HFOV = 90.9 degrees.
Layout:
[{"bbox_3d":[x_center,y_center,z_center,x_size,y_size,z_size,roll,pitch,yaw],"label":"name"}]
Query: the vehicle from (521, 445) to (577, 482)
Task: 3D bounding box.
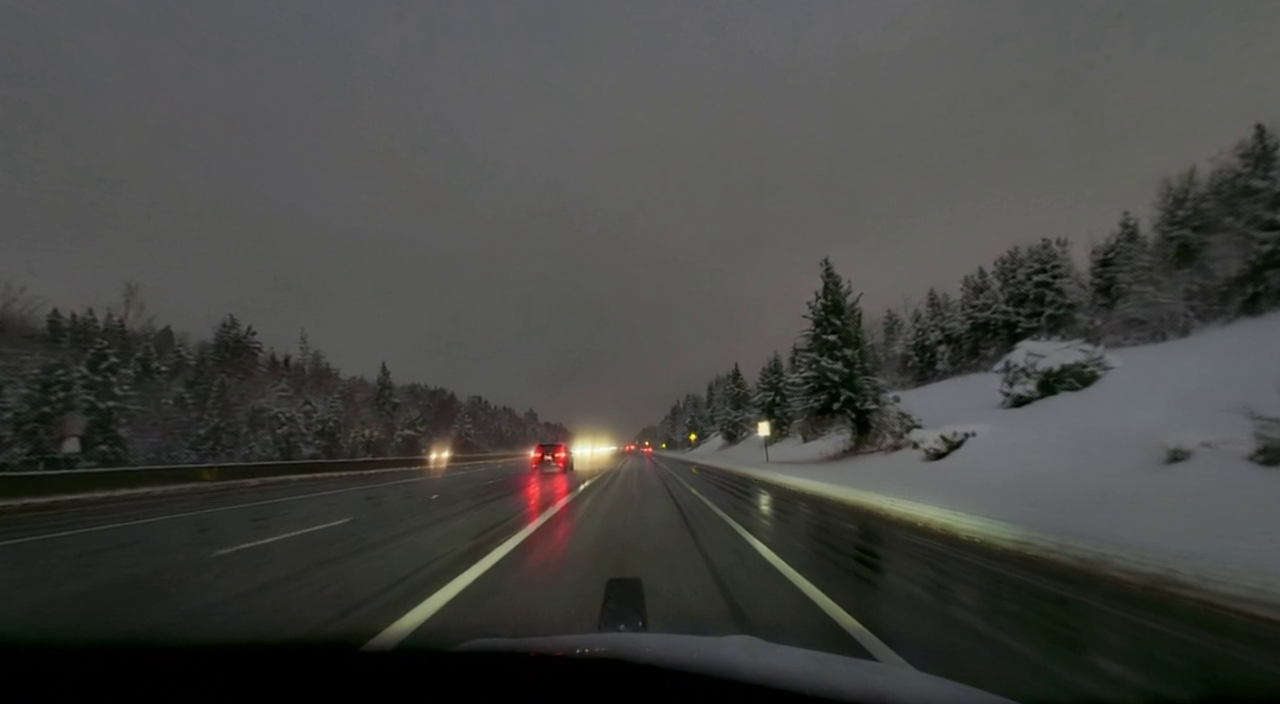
[{"bbox_3d":[-3.857,4.780,27.367,1.786,1.488,4.023,0,-9,1],"label":"vehicle"}]
